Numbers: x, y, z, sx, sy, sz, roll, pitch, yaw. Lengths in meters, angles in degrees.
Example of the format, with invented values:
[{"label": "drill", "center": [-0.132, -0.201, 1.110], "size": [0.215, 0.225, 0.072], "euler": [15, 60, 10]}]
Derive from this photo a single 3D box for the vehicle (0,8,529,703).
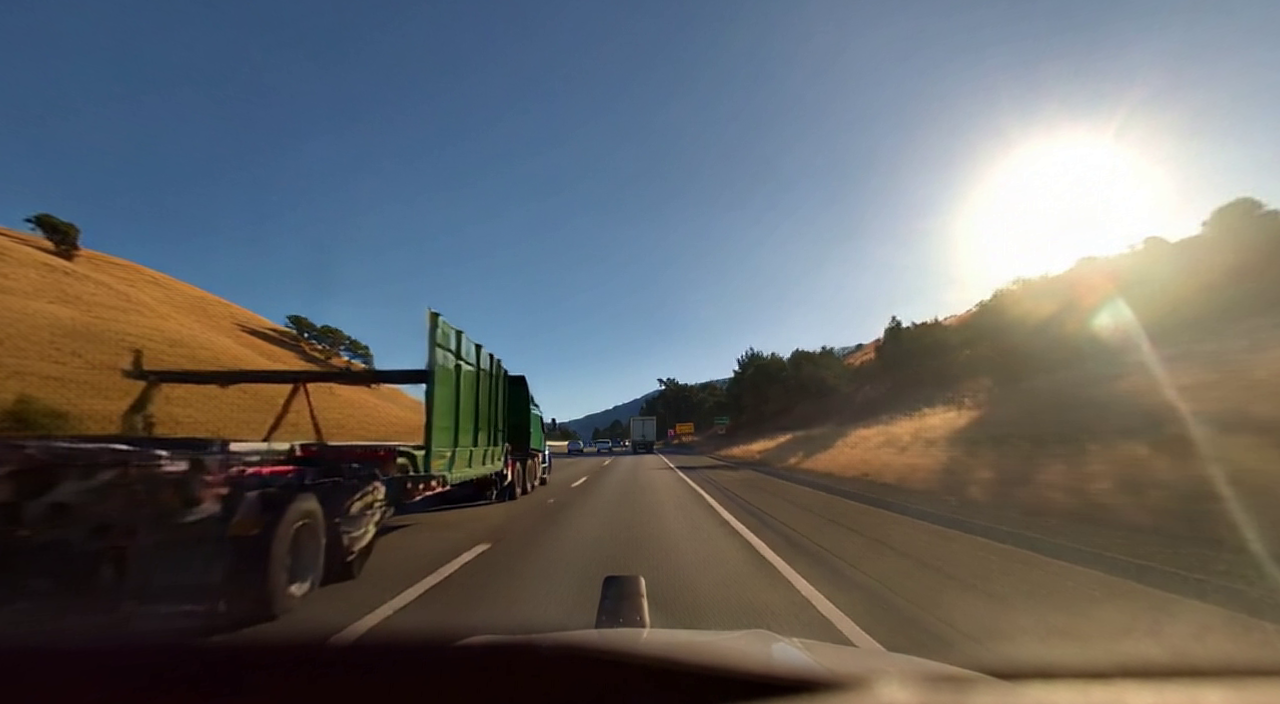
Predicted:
[{"label": "vehicle", "center": [-3.751, 0.806, 8.077], "size": [2.789, 3.271, 10.894], "euler": [1, -8, -1]}]
